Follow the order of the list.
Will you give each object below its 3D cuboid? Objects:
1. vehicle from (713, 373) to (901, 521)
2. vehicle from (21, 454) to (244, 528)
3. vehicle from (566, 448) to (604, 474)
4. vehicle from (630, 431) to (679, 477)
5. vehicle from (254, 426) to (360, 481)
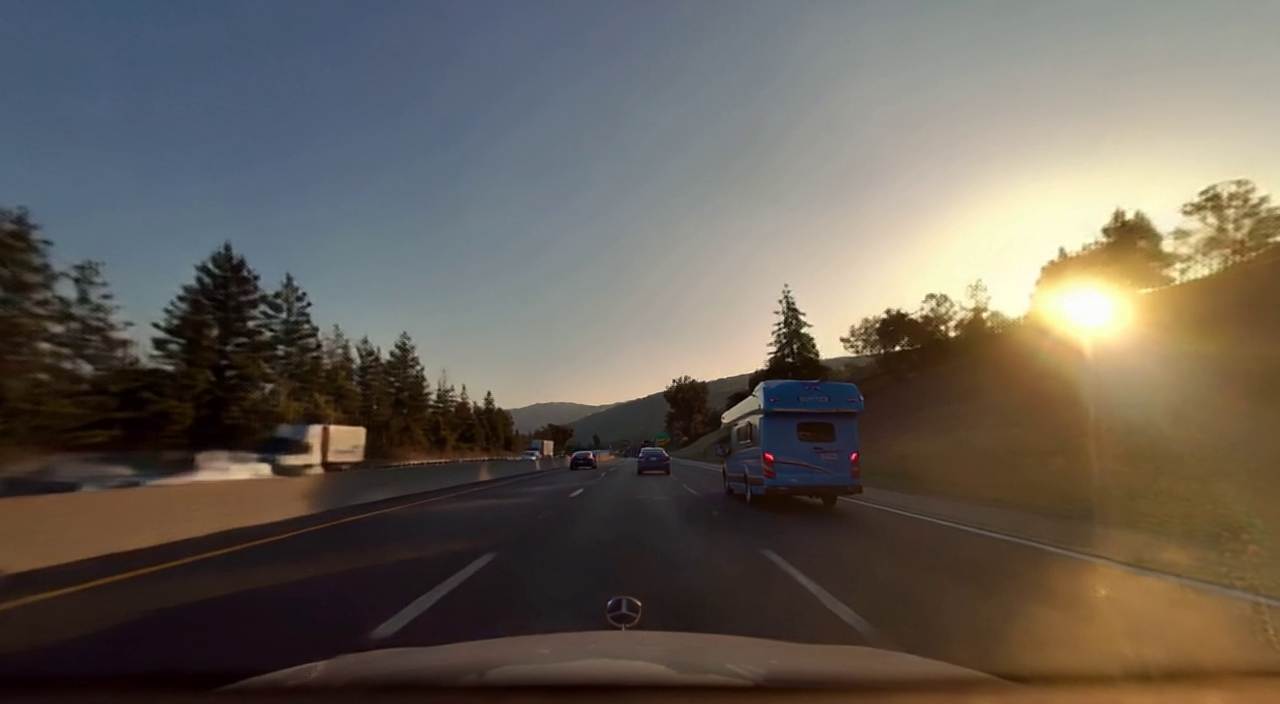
[{"bbox_3d":[3.732,2.433,16.191,2.607,2.910,7.252,0,-9,-2],"label":"vehicle"},{"bbox_3d":[-11.339,3.088,14.547,1.794,1.424,3.959,0,-9,1],"label":"vehicle"},{"bbox_3d":[-3.444,6.899,40.160,1.959,1.502,4.559,0,-9,1],"label":"vehicle"},{"bbox_3d":[0.732,5.607,34.761,2.524,2.310,4.986,0,-9,0],"label":"vehicle"},{"bbox_3d":[-18.894,5.815,36.273,2.605,2.905,6.055,0,-9,1],"label":"vehicle"}]
